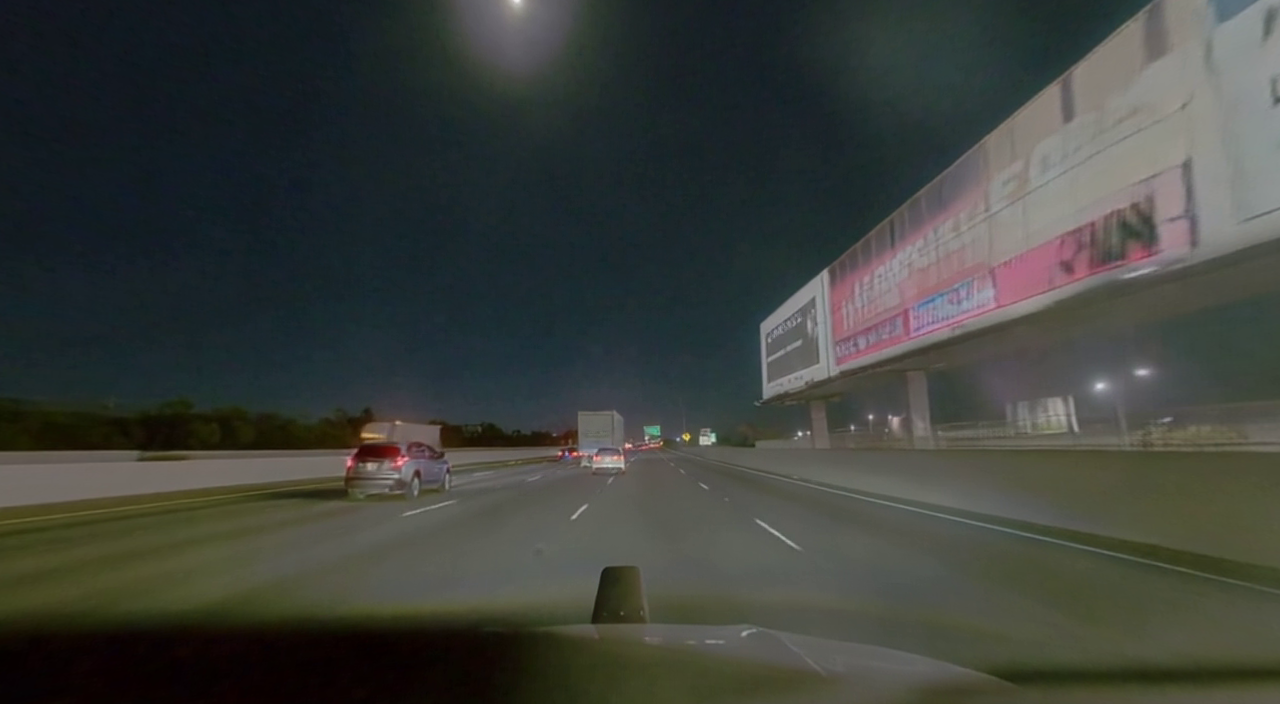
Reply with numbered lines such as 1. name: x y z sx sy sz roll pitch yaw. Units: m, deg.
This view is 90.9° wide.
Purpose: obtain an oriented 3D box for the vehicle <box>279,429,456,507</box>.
1. vehicle: -7.015 3.055 17.079 2.401 1.759 5.126 0 -9 1

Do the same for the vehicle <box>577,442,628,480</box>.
1. vehicle: -1.631 4.899 28.556 2.168 1.597 3.615 0 -9 -1
